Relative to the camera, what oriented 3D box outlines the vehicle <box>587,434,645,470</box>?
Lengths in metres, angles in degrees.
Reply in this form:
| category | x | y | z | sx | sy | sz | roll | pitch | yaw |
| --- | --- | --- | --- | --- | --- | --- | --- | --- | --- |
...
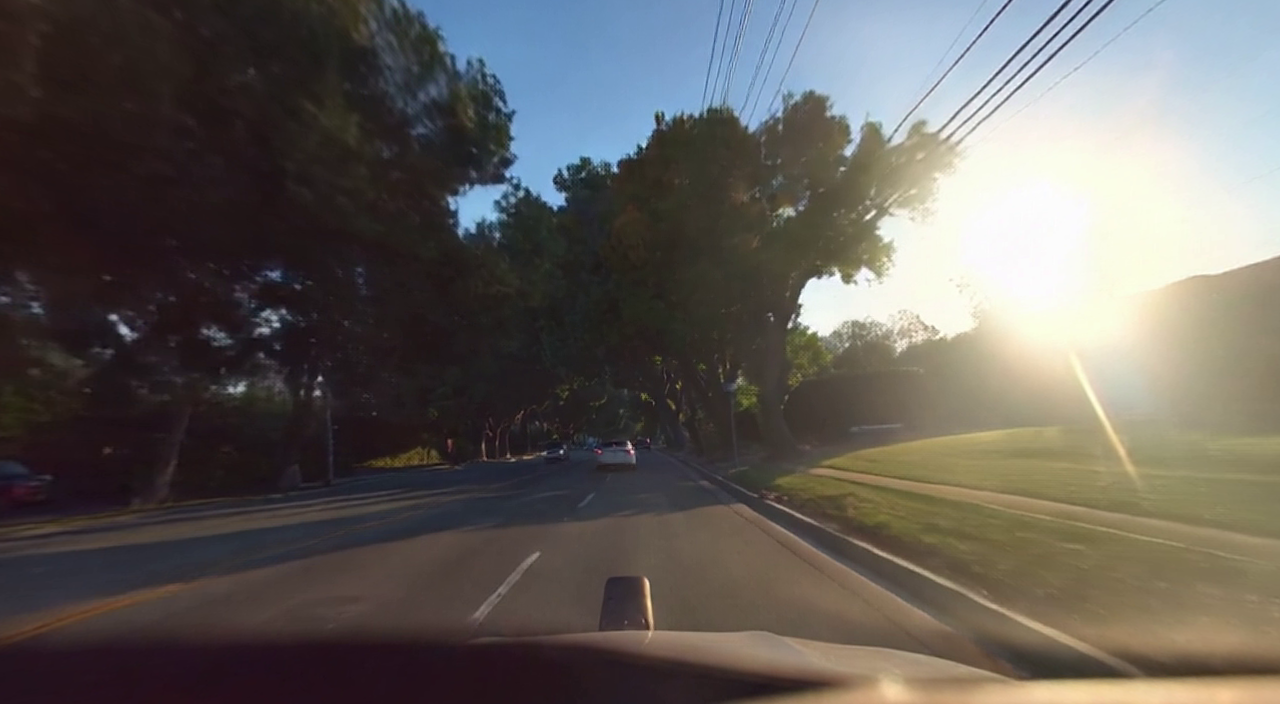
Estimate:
| category | x | y | z | sx | sy | sz | roll | pitch | yaw |
| --- | --- | --- | --- | --- | --- | --- | --- | --- | --- |
| vehicle | -0.982 | 4.463 | 28.279 | 2.153 | 1.461 | 4.374 | -1 | -8 | 3 |

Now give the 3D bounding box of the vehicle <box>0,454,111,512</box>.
| category | x | y | z | sx | sy | sz | roll | pitch | yaw |
| --- | --- | --- | --- | --- | --- | --- | --- | --- | --- |
| vehicle | -18.214 | 3.627 | 17.659 | 4.916 | 1.474 | 2.008 | 0 | -8 | 0 |

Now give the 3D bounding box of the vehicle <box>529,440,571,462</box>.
| category | x | y | z | sx | sy | sz | roll | pitch | yaw |
| --- | --- | --- | --- | --- | --- | --- | --- | --- | --- |
| vehicle | -6.220 | 6.865 | 43.995 | 2.142 | 1.436 | 4.612 | -1 | -8 | 2 |
